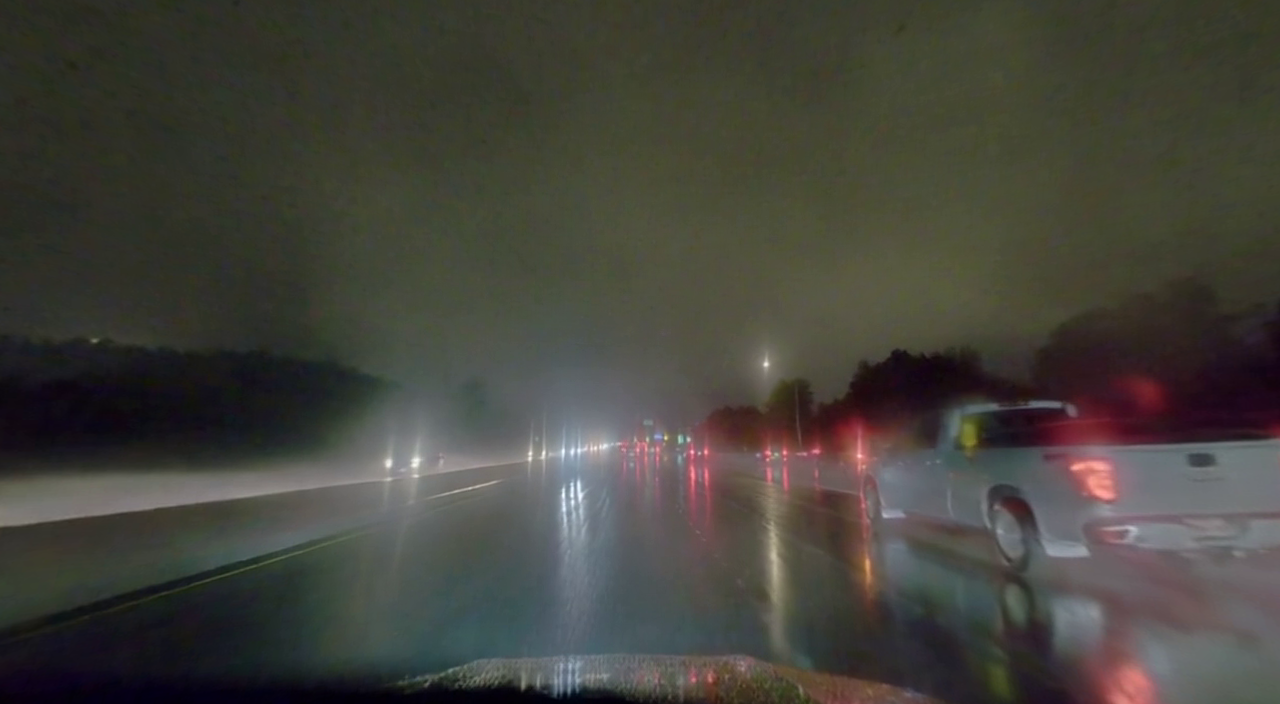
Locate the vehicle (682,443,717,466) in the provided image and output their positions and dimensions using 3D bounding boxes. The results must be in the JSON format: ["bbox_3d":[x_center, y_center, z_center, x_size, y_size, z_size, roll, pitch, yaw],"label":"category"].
[{"bbox_3d":[4.017,6.983,42.662,1.917,1.488,3.693,0,-9,-1],"label":"vehicle"}]

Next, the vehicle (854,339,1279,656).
[{"bbox_3d":[4.216,1.264,6.467,2.177,1.914,5.245,0,-9,0],"label":"vehicle"}]

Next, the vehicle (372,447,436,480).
[{"bbox_3d":[-13.152,6.209,35.226,1.949,1.689,4.243,0,-9,0],"label":"vehicle"}]
